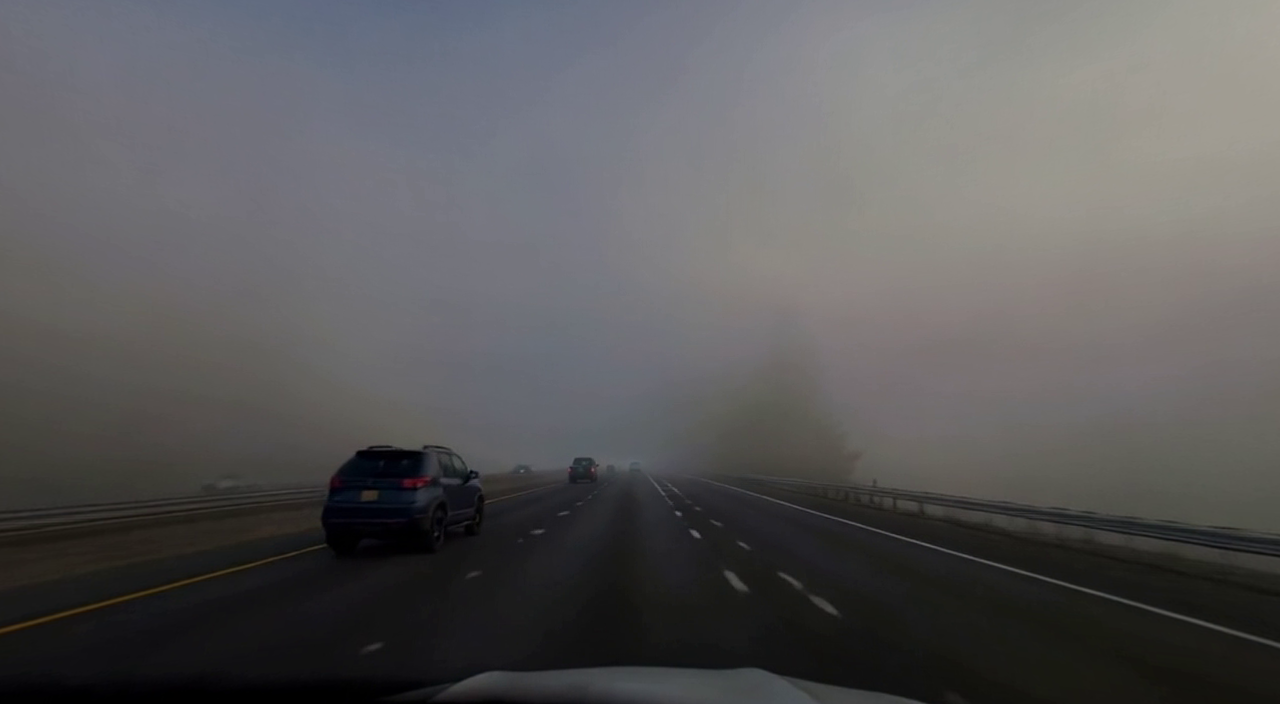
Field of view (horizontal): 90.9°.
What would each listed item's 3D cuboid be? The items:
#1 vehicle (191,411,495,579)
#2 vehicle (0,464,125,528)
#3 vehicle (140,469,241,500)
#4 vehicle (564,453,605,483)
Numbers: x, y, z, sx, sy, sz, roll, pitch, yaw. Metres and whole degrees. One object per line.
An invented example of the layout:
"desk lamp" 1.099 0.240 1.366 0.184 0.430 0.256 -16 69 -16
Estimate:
"vehicle" -3.950 2.074 9.686 2.272 1.873 4.832 1 -10 0
"vehicle" -15.916 3.608 16.090 1.937 1.471 4.160 1 -10 0
"vehicle" -23.669 6.974 33.435 1.868 1.442 4.620 1 -10 1
"vehicle" -3.741 7.999 43.540 2.390 1.879 4.423 1 -10 0
